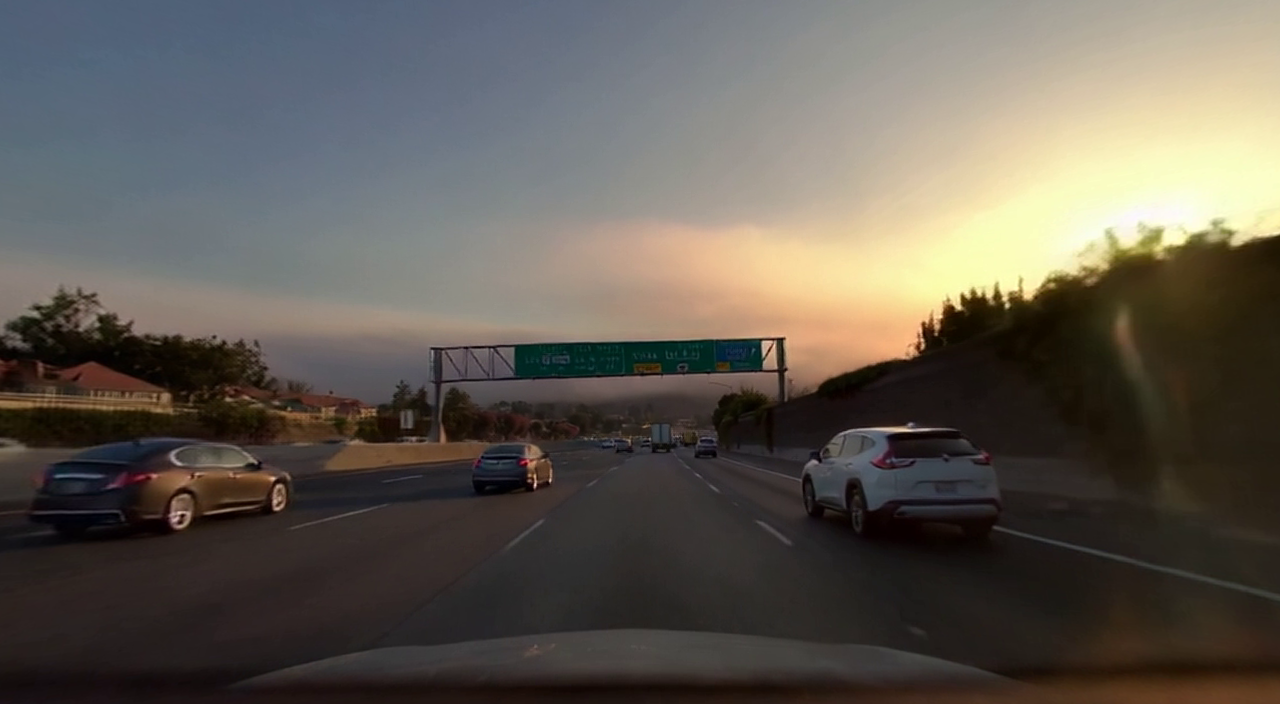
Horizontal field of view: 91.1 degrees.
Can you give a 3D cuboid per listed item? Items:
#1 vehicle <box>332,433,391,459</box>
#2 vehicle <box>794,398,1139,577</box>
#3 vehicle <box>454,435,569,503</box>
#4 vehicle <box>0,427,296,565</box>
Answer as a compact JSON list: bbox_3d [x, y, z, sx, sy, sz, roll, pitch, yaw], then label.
[{"bbox_3d":[-20.034,6.790,45.360,1.924,1.706,4.731,0,-8,2],"label":"vehicle"},{"bbox_3d":[3.723,1.645,8.459,2.108,1.709,4.703,0,-8,0],"label":"vehicle"},{"bbox_3d":[-3.070,2.874,15.935,1.947,1.479,4.114,0,-8,2],"label":"vehicle"},{"bbox_3d":[-7.055,1.866,8.934,1.909,1.482,4.140,0,-8,1],"label":"vehicle"}]
